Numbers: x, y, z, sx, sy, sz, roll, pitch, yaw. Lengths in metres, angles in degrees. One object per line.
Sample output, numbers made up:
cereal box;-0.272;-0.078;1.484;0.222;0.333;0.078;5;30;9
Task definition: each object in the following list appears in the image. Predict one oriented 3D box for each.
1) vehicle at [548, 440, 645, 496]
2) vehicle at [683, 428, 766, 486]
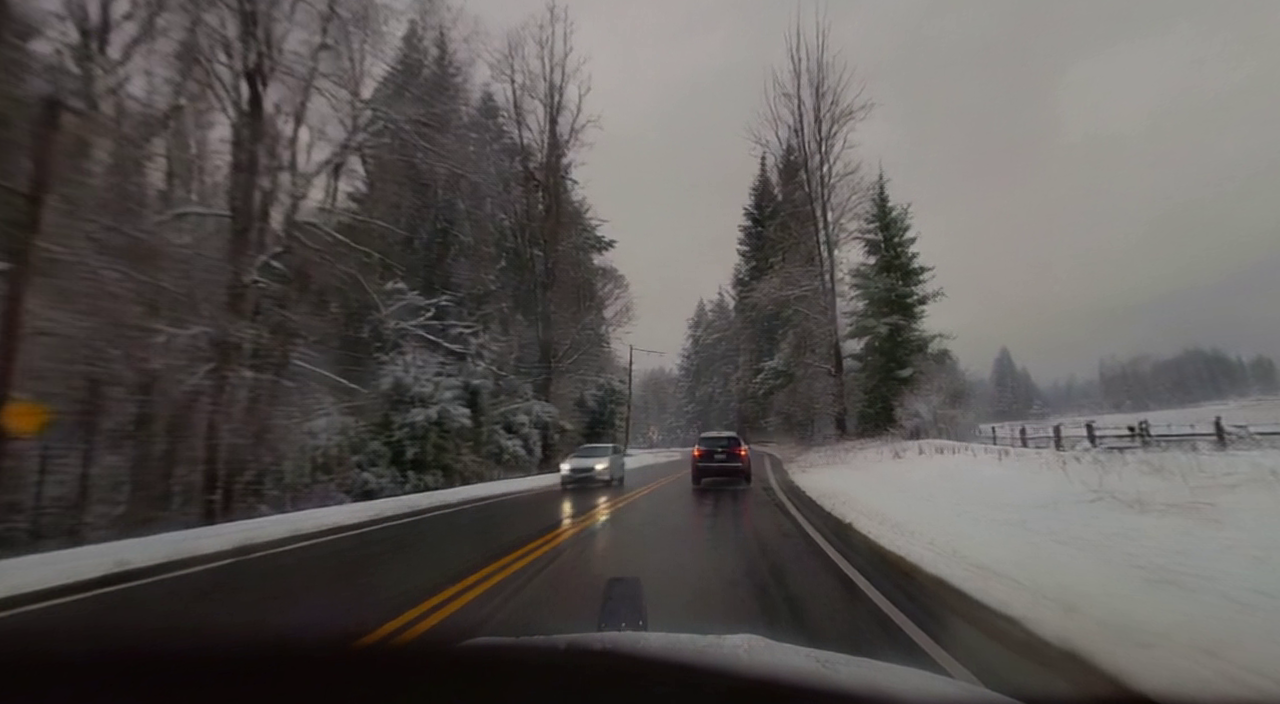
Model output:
vehicle;-1.239;3.637;20.233;2.143;1.586;4.238;-1;-9;10
vehicle;2.695;3.241;19.768;2.274;1.583;4.349;-1;-8;9
